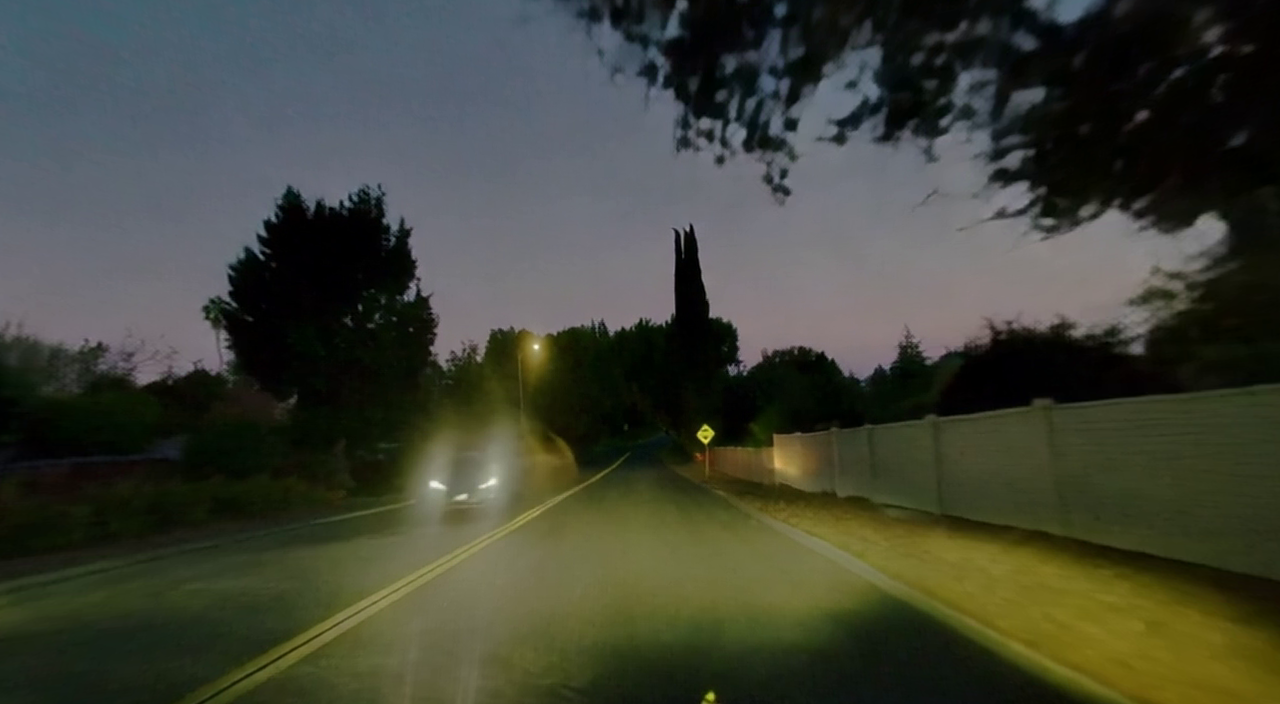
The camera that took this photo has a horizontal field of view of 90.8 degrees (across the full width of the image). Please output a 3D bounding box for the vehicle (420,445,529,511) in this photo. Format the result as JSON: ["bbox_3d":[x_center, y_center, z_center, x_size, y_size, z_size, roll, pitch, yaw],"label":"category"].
[{"bbox_3d":[-4.775,3.680,18.982,2.087,1.693,4.343,-1,-9,0],"label":"vehicle"}]
